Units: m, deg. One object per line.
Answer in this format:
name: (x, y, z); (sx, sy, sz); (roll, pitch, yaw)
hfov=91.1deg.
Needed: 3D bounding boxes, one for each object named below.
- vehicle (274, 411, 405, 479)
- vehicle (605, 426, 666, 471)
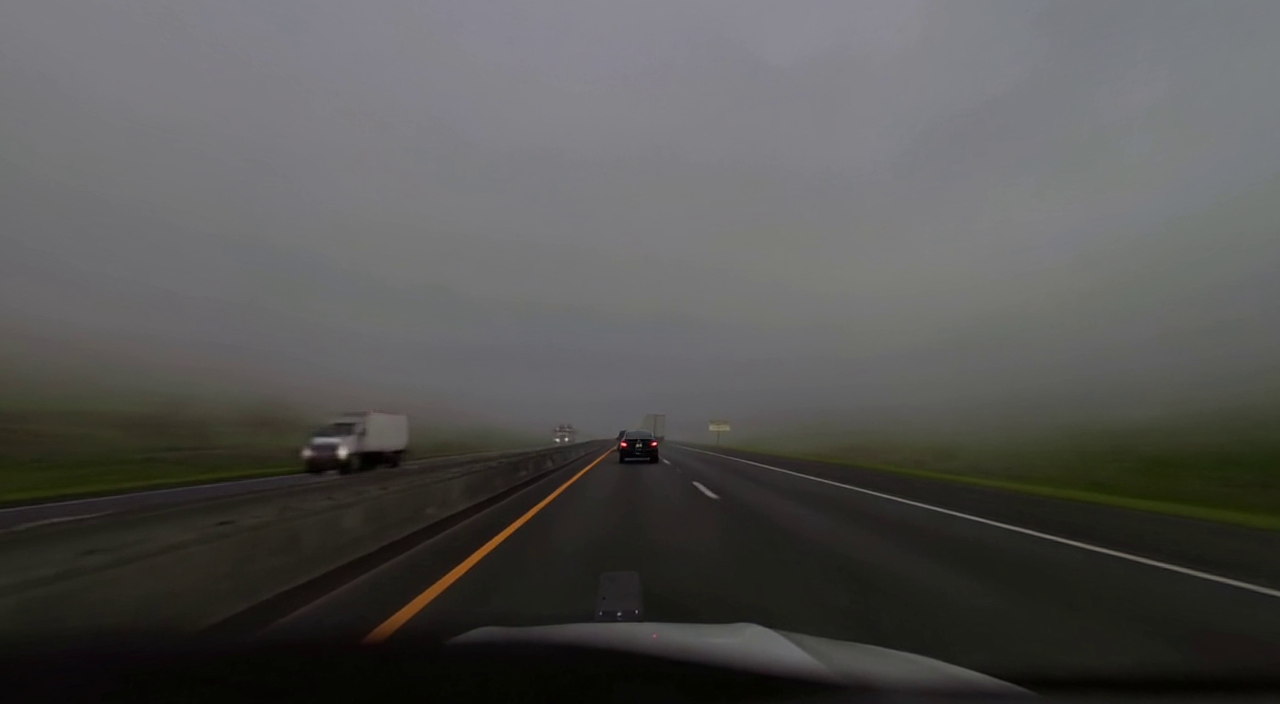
vehicle: (-12.404, 3.895, 26.660); (2.566, 2.551, 6.084); (0, -8, -1)
vehicle: (-0.194, 3.826, 25.089); (2.216, 1.623, 4.220); (0, -8, -1)
